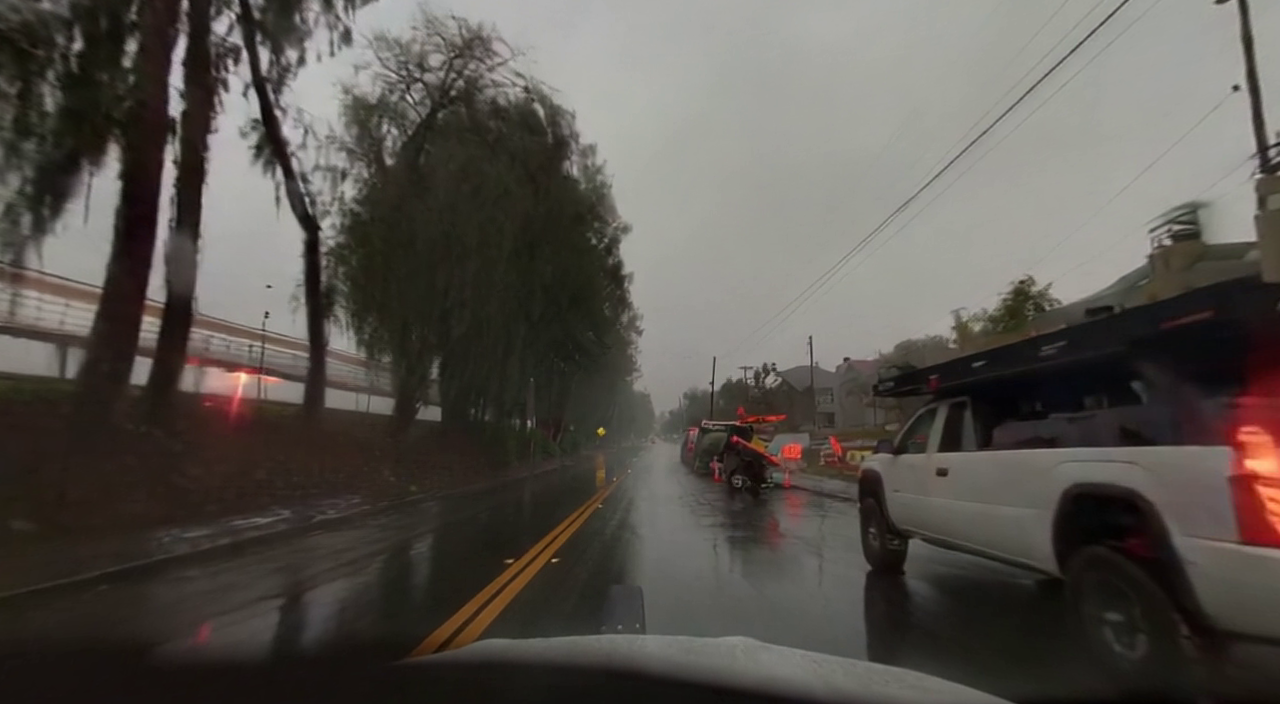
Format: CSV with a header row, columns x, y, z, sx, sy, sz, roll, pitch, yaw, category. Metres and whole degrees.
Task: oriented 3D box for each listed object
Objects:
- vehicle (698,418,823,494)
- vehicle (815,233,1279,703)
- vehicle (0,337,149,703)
x,y,z,sx,sy,sz,roll,pitch,yaw,category
3.553,3.304,20.360,2.617,2.020,6.531,0,-9,-1,vehicle
3.605,1.058,5.135,2.759,2.114,6.152,-1,-9,2,vehicle
-3.540,0.586,0.905,2.078,1.716,4.367,0,-8,1,vehicle
